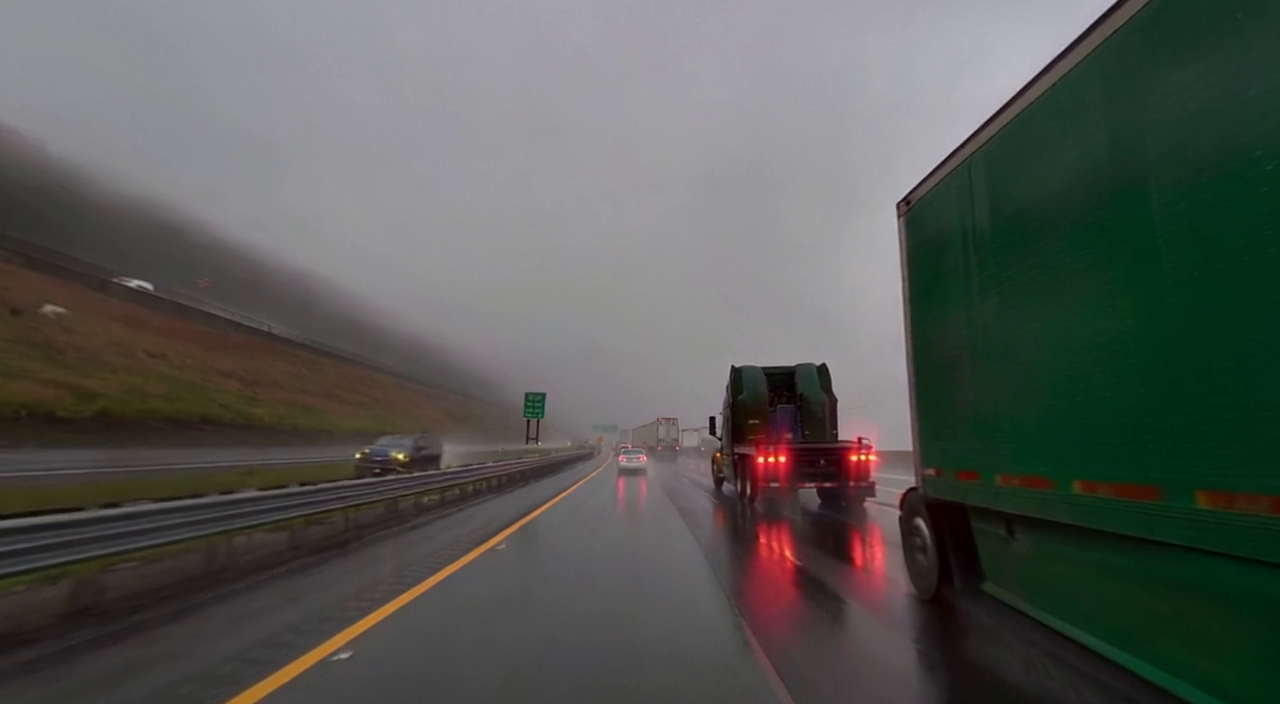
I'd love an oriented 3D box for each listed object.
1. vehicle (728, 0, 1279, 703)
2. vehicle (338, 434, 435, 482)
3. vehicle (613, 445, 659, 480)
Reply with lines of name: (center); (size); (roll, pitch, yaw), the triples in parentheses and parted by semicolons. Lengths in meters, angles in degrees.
vehicle: (3.584, 0.574, 8.188); (2.874, 4.065, 14.243); (0, -9, 0)
vehicle: (-8.970, 3.784, 22.724); (1.806, 1.550, 4.127); (0, -9, -1)
vehicle: (-0.170, 4.901, 28.155); (1.927, 1.437, 3.794); (0, -9, 0)
